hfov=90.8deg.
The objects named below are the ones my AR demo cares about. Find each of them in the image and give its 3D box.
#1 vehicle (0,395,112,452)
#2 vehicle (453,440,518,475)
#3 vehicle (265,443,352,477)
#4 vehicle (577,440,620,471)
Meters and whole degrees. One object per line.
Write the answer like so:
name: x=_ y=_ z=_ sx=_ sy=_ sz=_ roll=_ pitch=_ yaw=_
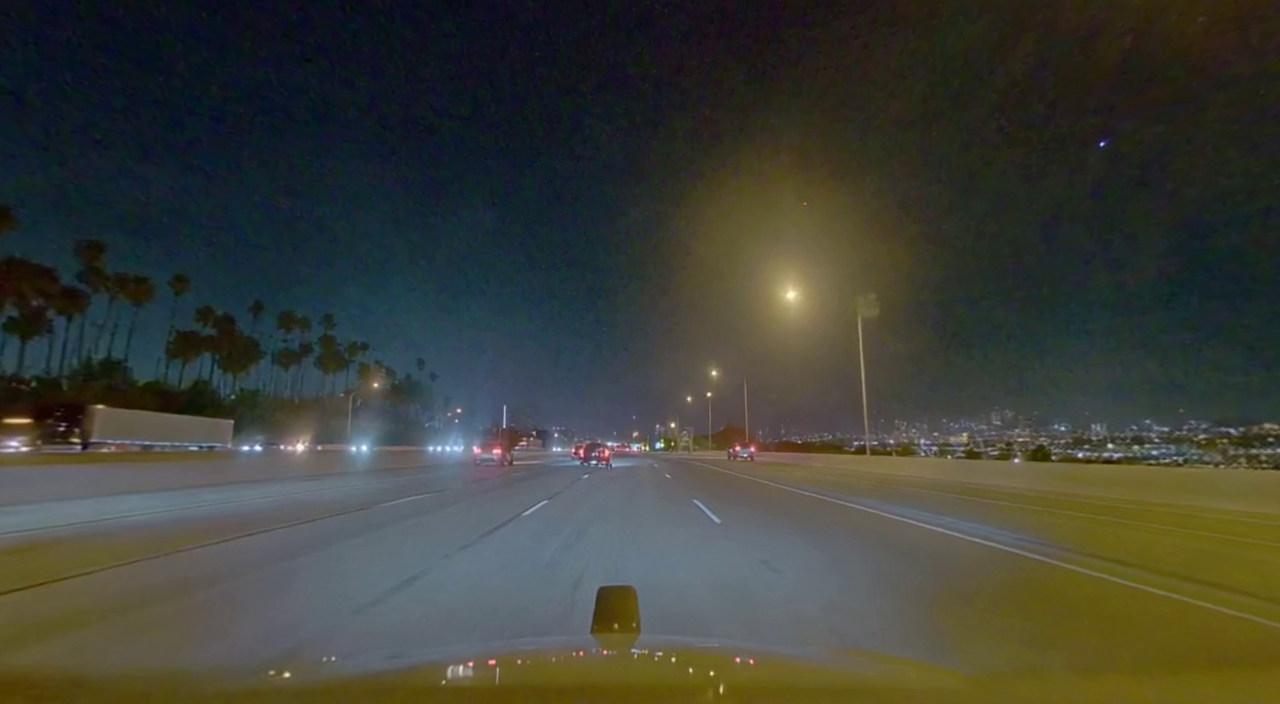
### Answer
vehicle: x=-40.421 y=4.949 z=42.625 sx=2.972 sy=3.490 sz=7.172 roll=-1 pitch=-9 yaw=4
vehicle: x=-7.835 y=5.393 z=32.471 sx=2.204 sy=1.677 sz=4.438 roll=0 pitch=-9 yaw=0
vehicle: x=-16.969 y=5.523 z=32.606 sx=1.916 sy=1.610 sz=4.445 roll=0 pitch=-9 yaw=2
vehicle: x=-2.249 y=5.829 z=35.710 sx=2.201 sy=1.672 sz=4.128 roll=0 pitch=-9 yaw=-1
